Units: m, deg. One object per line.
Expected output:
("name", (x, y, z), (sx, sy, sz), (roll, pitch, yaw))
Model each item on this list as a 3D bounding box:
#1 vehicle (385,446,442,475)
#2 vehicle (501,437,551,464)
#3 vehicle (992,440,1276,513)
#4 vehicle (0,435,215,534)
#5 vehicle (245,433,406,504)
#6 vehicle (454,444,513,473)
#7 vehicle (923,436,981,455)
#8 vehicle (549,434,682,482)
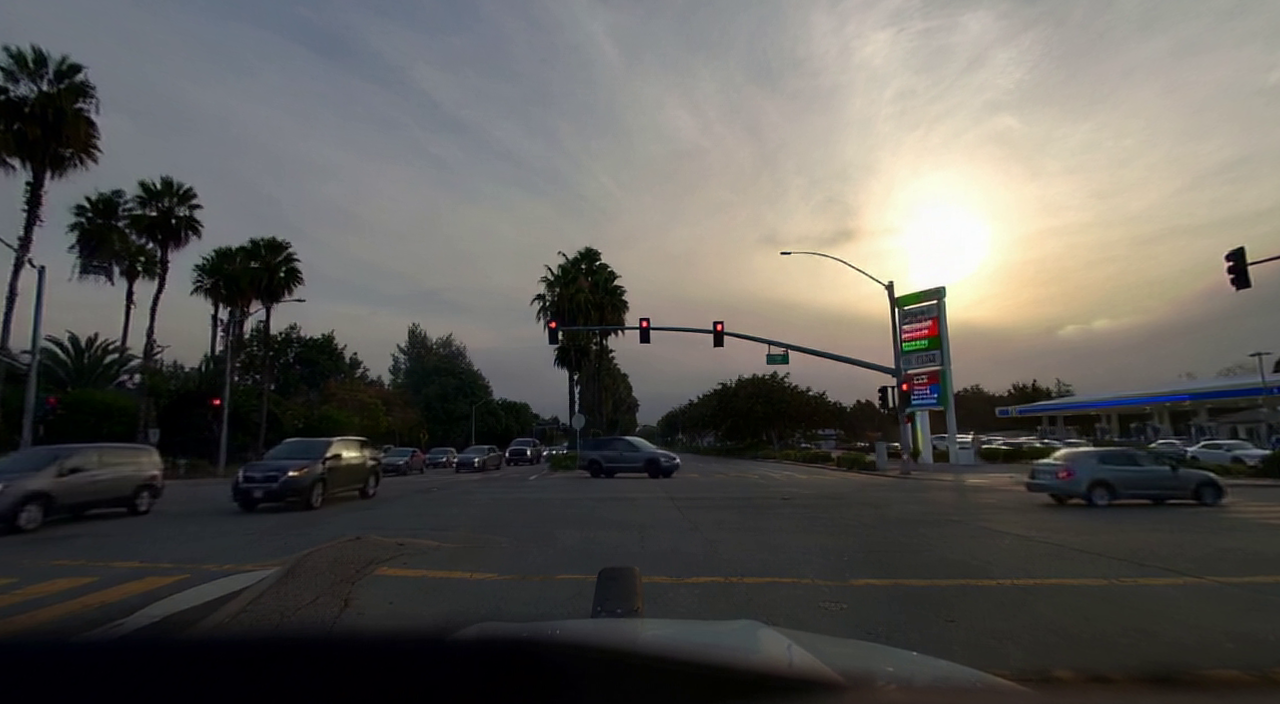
("vehicle", (-11.944, 5.734, 33.530), (1.633, 1.460, 3.540), (0, -9, 0))
("vehicle", (-8.641, 7.569, 48.581), (2.609, 1.865, 5.875), (0, -9, 1))
("vehicle", (10.833, 2.743, 14.236), (4.579, 1.464, 1.983), (-1, -9, 6))
("vehicle", (-11.802, 2.694, 13.533), (1.973, 1.712, 4.872), (0, -9, 0))
("vehicle", (-8.440, 3.151, 17.557), (2.124, 1.701, 4.551), (0, -9, 0))
("vehicle", (-8.733, 5.981, 35.686), (2.034, 1.510, 4.647), (0, -9, 1))
("vehicle", (22.542, 6.765, 45.661), (3.356, 1.395, 1.559), (0, -9, -1))
("vehicle", (-1.005, 4.095, 24.657), (4.892, 1.719, 1.929), (-5, -10, 31))
